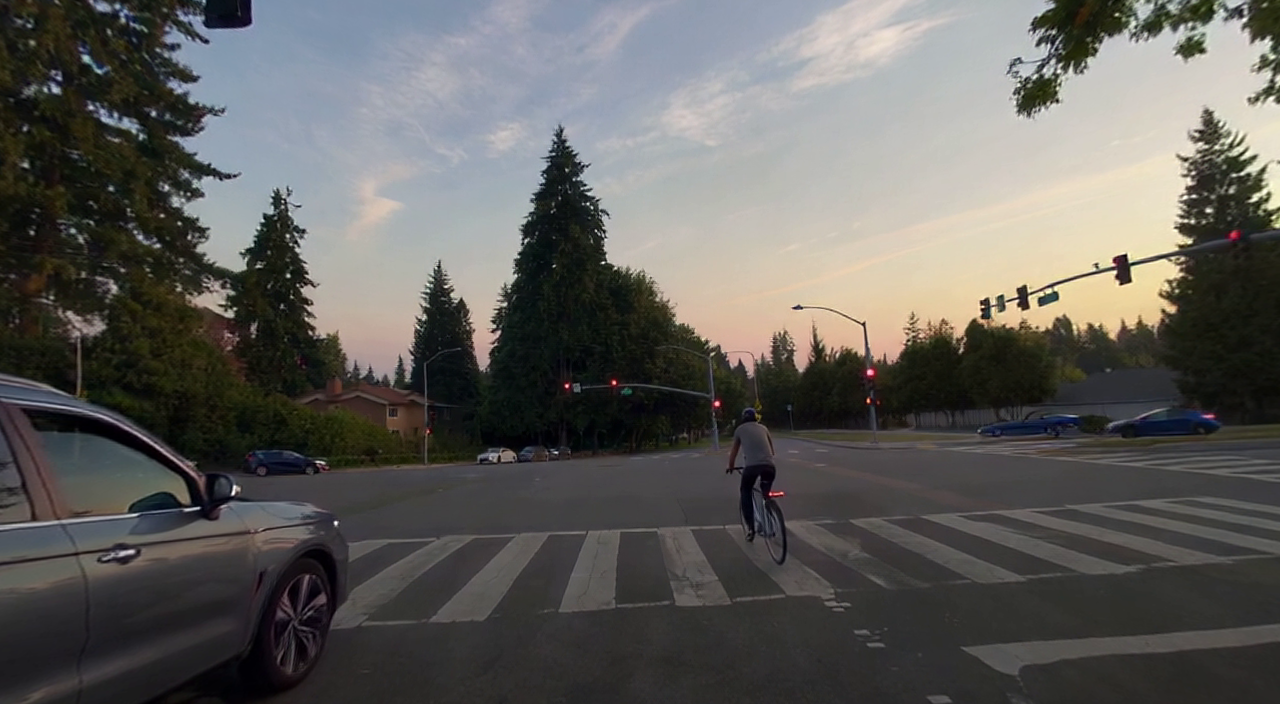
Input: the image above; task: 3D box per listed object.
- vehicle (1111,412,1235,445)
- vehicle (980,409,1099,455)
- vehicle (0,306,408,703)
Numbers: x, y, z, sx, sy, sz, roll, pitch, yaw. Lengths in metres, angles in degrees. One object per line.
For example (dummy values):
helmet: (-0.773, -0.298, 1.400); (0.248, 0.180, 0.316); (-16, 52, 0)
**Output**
vehicle: (25.744, 3.739, 30.485); (4.716, 1.507, 1.904); (2, -9, -11)
vehicle: (18.571, 3.751, 29.372); (4.237, 1.948, 1.997); (0, -9, -9)
vehicle: (-2.963, 0.887, 2.863); (2.049, 1.756, 4.602); (0, -8, 0)
